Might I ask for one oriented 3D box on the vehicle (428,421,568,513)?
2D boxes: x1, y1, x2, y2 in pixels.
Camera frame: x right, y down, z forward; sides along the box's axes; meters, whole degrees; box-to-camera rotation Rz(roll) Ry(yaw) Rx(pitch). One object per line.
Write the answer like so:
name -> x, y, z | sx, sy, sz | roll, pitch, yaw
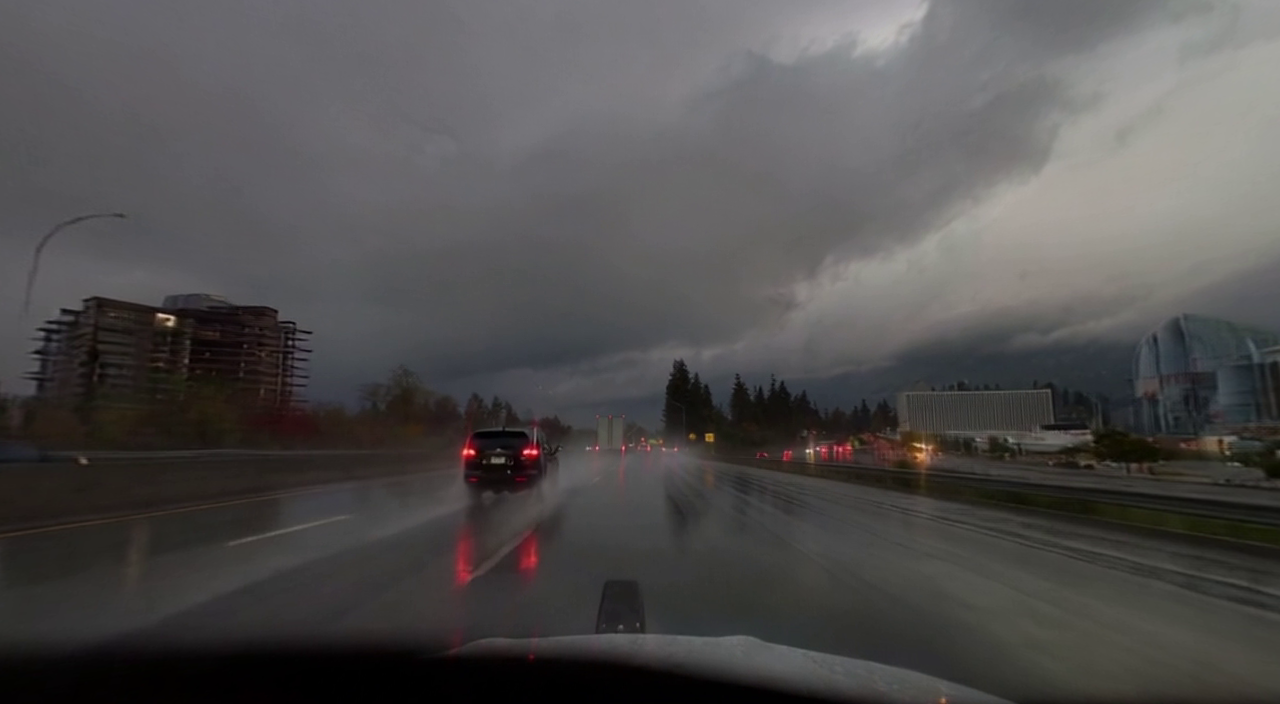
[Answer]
vehicle -> -3.009, 2.558, 14.419 | 2.111, 1.742, 4.315 | 1, -9, 1
